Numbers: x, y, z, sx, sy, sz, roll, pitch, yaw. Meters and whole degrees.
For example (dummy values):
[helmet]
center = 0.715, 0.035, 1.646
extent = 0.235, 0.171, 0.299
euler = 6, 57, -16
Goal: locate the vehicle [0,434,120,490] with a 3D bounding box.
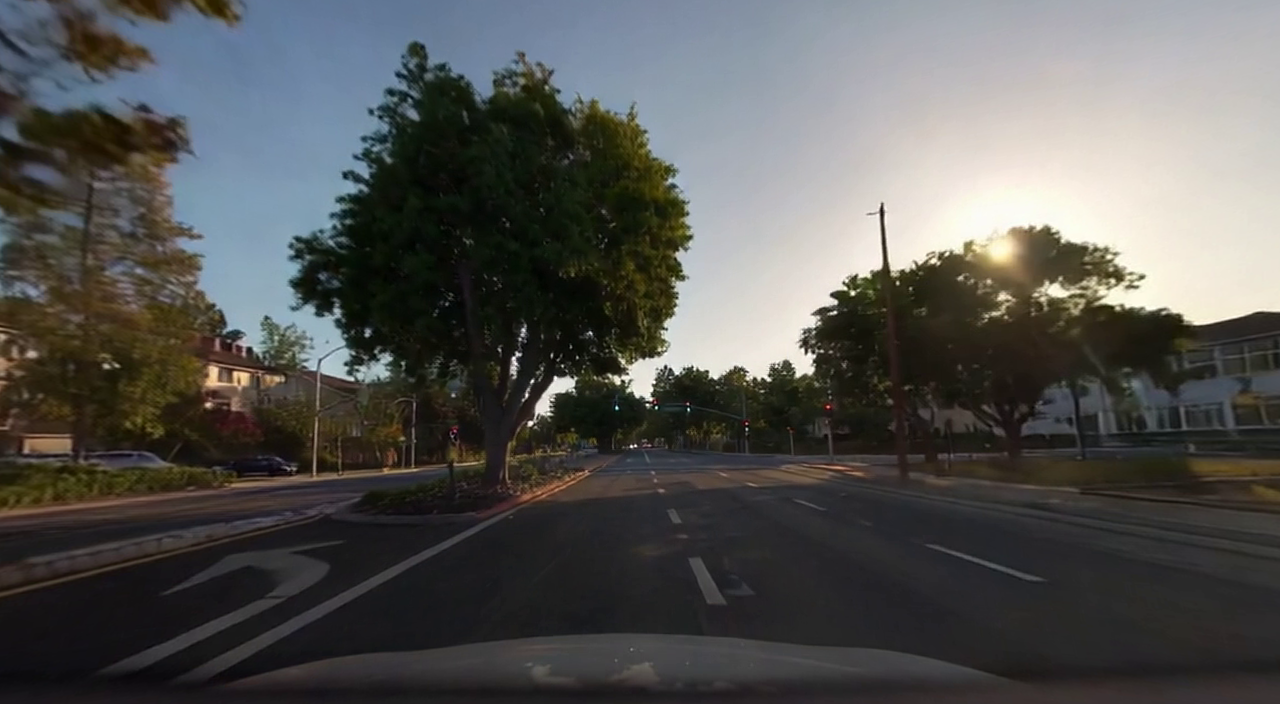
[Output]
[vehicle]
center = -42.666, 7.724, 44.912
extent = 2.967, 3.537, 10.275
euler = 0, -9, -2
